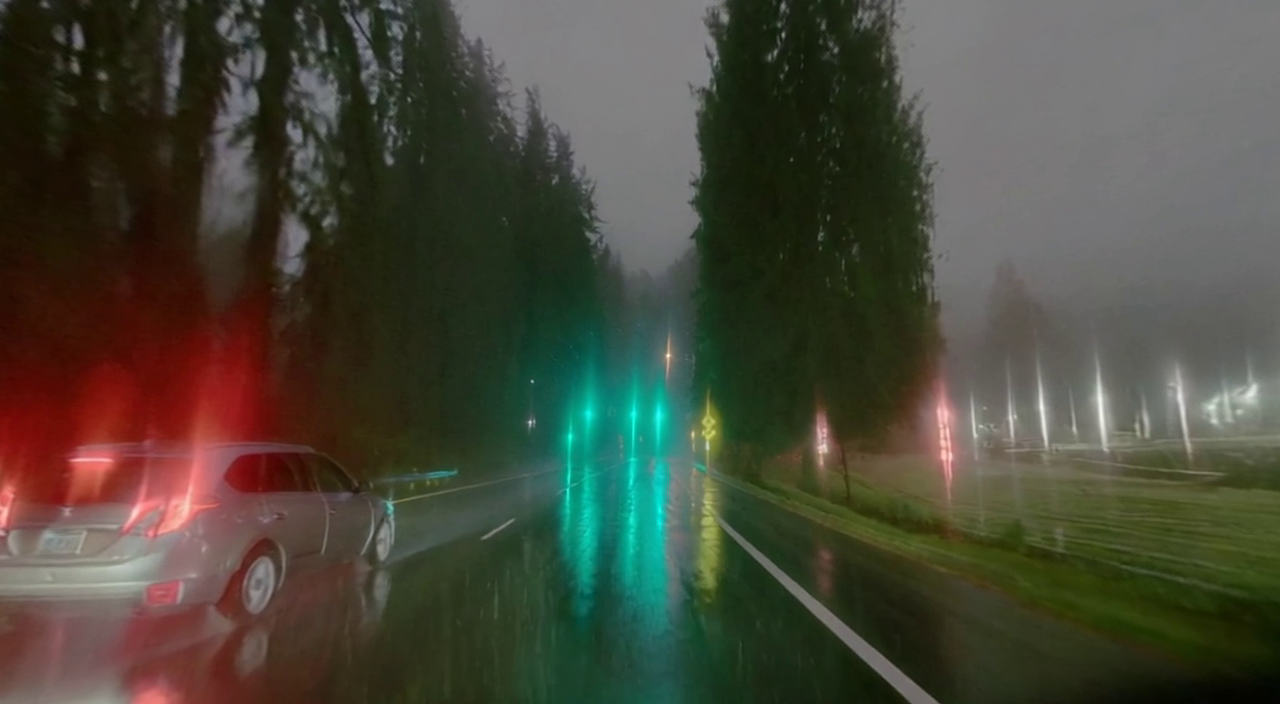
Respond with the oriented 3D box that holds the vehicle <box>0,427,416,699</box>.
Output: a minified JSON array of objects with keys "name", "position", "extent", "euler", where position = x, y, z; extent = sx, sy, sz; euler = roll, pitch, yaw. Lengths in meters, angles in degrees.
[{"name":"vehicle","position":[-3.697,1.439,5.515],"extent":[1.946,1.437,4.154],"euler":[0,-8,0]}]
